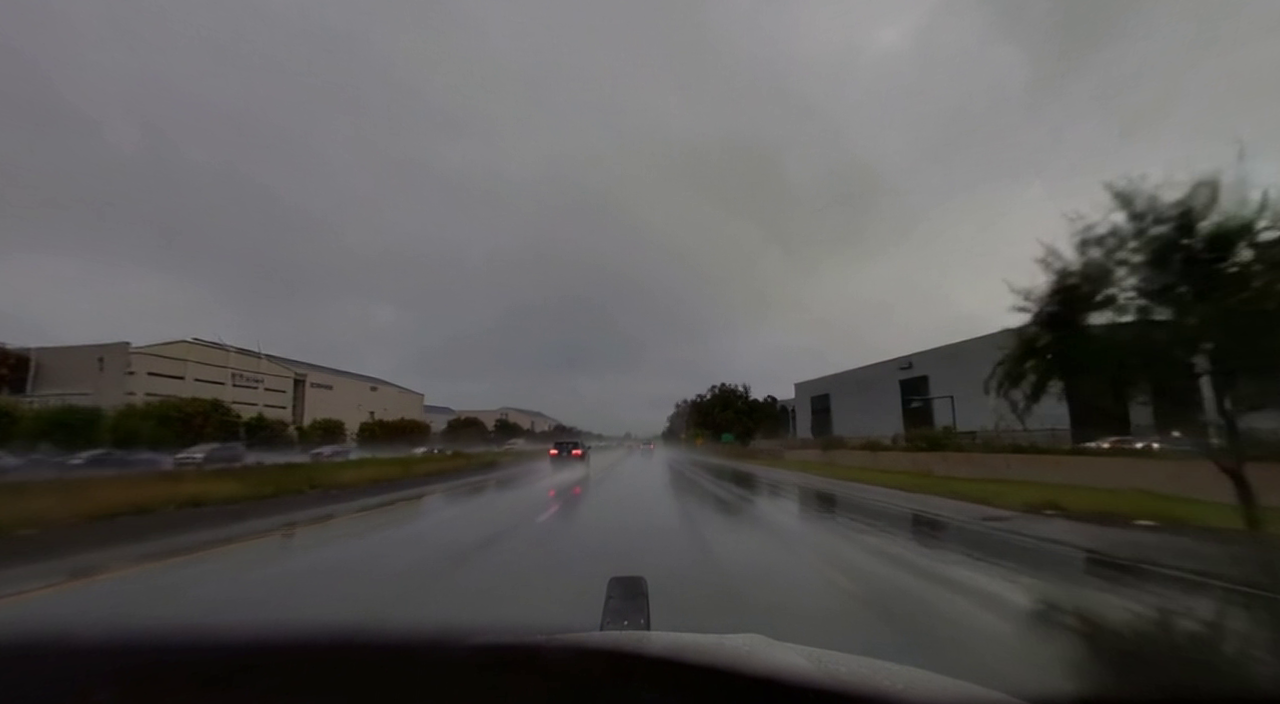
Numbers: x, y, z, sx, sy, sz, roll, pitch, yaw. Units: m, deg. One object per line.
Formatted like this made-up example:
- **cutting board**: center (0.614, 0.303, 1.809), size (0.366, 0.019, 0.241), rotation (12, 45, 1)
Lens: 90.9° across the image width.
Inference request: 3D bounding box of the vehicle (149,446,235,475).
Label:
- **vehicle**: center (-27.889, 6.741, 39.447), size (2.049, 1.692, 4.425), rotation (0, -9, 1)

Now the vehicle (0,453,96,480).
- **vehicle**: center (-35.855, 6.884, 38.118), size (1.849, 1.466, 4.436), rotation (0, -9, 1)

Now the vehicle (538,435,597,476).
- **vehicle**: center (-3.478, 5.104, 31.254), size (2.218, 1.850, 4.774), rotation (-1, -9, 2)
